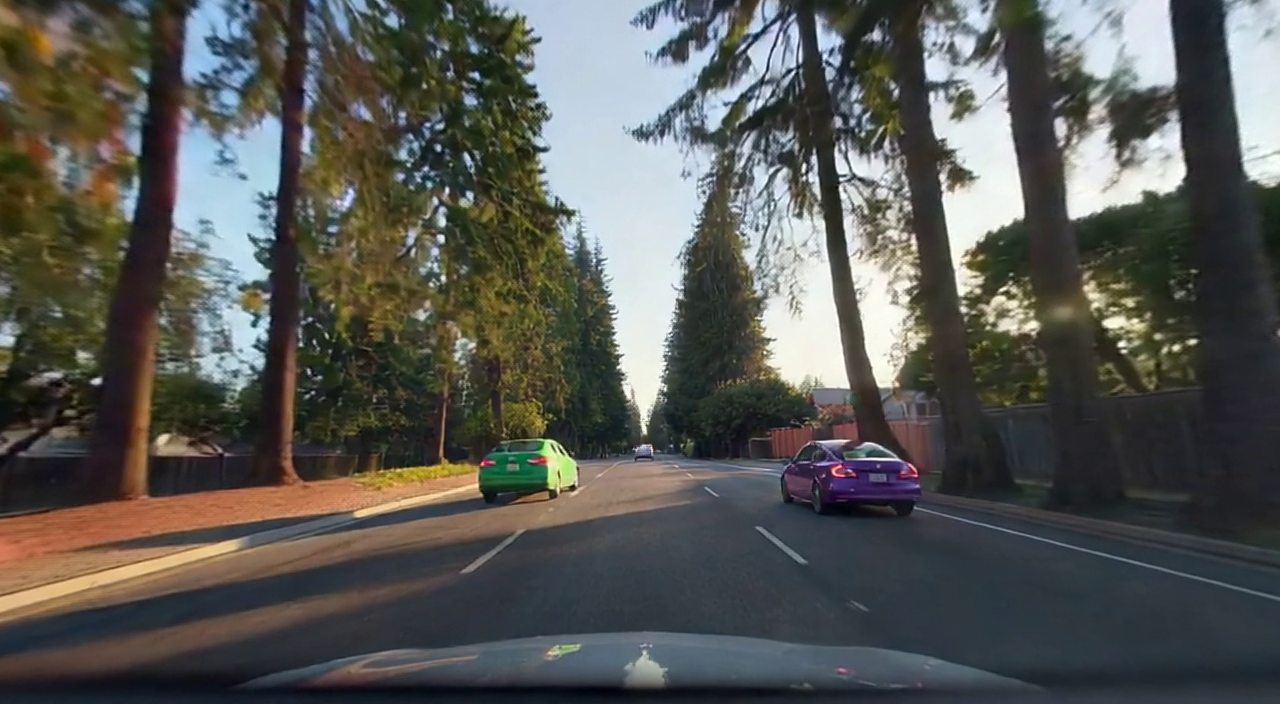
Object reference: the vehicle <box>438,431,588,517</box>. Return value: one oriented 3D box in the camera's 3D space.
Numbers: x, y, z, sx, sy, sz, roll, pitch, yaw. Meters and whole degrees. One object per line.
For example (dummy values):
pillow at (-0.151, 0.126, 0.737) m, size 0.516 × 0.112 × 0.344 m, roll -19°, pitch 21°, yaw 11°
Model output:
vehicle at (-2.548, 2.586, 14.008) m, size 2.206 × 1.525 × 4.695 m, roll -1°, pitch -8°, yaw 2°

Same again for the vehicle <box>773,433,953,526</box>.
vehicle at (4.162, 2.418, 12.694) m, size 1.943 × 1.471 × 4.515 m, roll -1°, pitch -8°, yaw 0°
